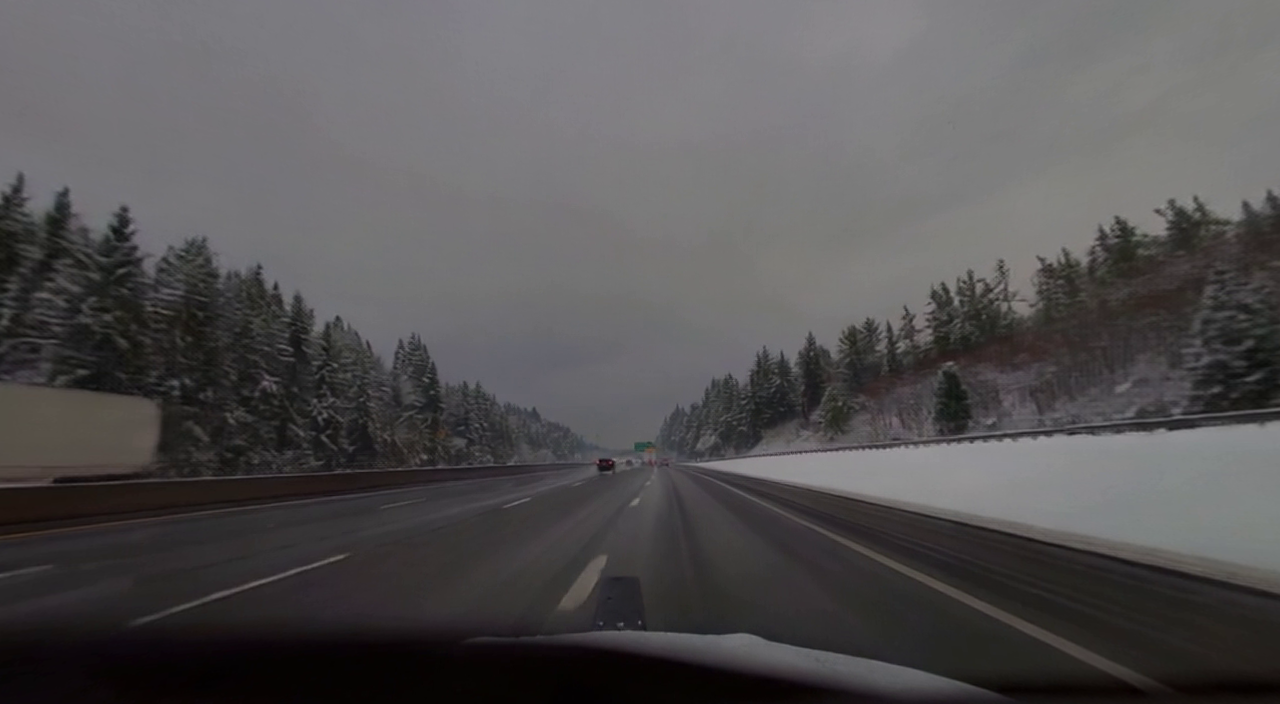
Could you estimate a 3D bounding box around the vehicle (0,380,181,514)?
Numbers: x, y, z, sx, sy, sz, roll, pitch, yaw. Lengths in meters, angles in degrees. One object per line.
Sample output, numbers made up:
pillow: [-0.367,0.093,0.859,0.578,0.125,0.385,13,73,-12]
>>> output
vehicle: [-21.336,2.881,19.025,2.899,4.123,15.577,-1,-9,2]
